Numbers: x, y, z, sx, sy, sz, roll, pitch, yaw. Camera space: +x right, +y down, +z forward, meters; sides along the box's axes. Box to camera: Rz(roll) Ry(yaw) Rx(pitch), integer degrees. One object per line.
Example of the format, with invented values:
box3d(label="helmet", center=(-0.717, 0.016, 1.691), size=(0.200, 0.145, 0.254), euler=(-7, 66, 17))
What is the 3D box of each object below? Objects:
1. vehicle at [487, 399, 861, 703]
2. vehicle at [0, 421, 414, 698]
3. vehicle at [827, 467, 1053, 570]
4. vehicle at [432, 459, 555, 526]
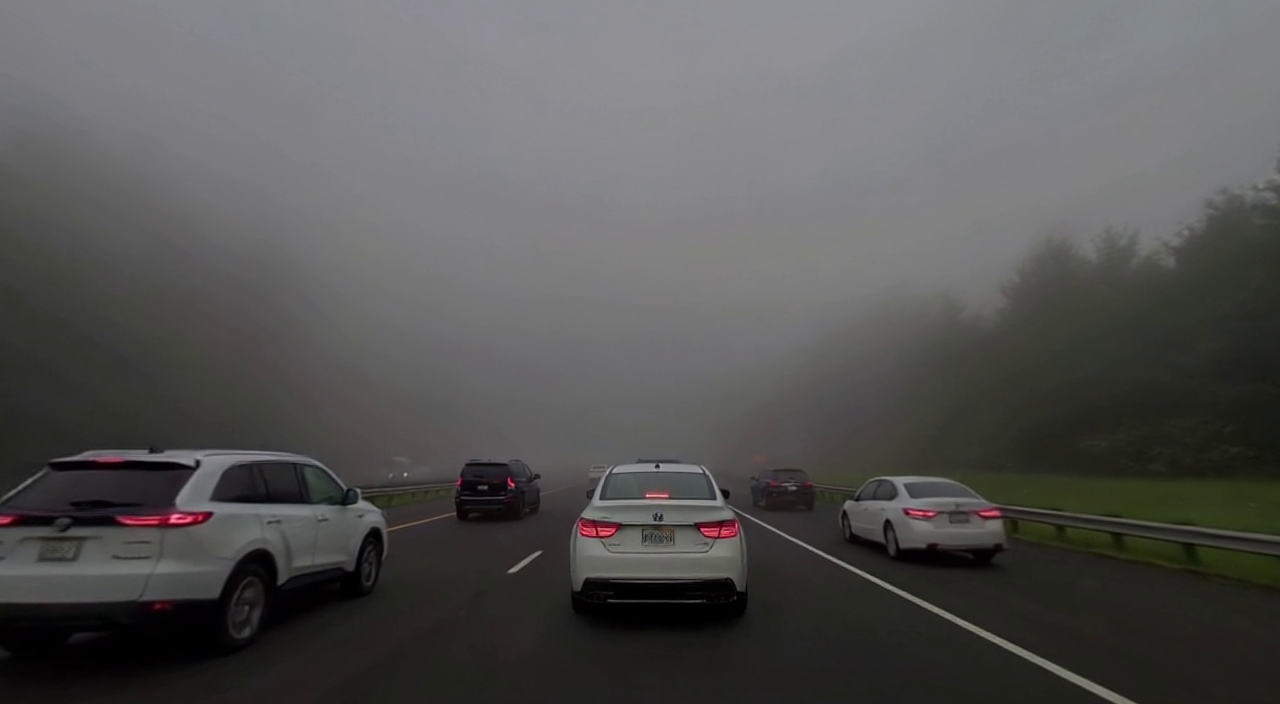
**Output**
box3d(label="vehicle", center=(0.162, 1.519, 5.627), size=(2.057, 1.725, 4.126), euler=(1, -11, -1))
box3d(label="vehicle", center=(-3.919, 1.583, 5.831), size=(1.994, 1.556, 4.263), euler=(0, -11, 1))
box3d(label="vehicle", center=(4.795, 2.712, 10.920), size=(1.870, 1.382, 4.287), euler=(0, -11, 1))
box3d(label="vehicle", center=(-3.686, 3.655, 16.808), size=(1.960, 1.502, 4.593), euler=(0, -11, 3))
